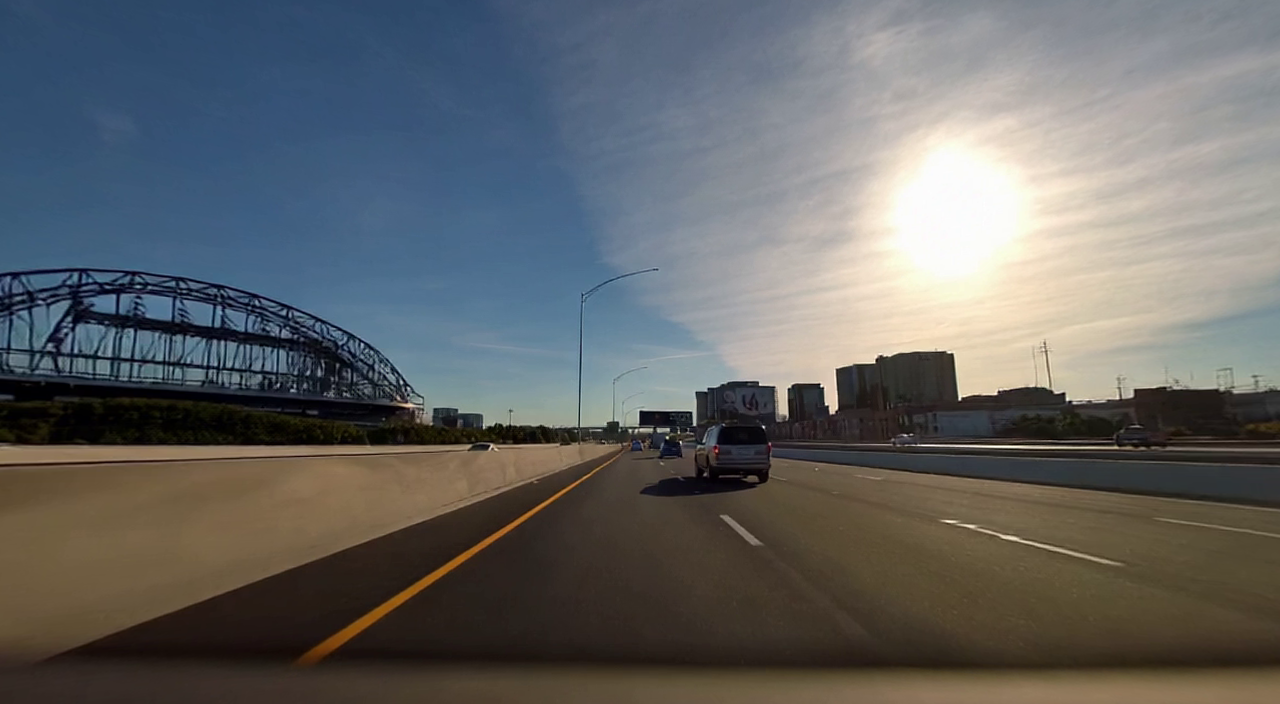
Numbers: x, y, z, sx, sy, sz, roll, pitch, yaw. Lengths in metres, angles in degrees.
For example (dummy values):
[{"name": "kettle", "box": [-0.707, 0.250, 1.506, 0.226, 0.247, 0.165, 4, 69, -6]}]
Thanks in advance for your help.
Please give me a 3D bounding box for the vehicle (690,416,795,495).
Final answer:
[{"name": "vehicle", "box": [2.832, 3.036, 18.776, 2.199, 2.002, 4.970, 0, -8, -1]}]
